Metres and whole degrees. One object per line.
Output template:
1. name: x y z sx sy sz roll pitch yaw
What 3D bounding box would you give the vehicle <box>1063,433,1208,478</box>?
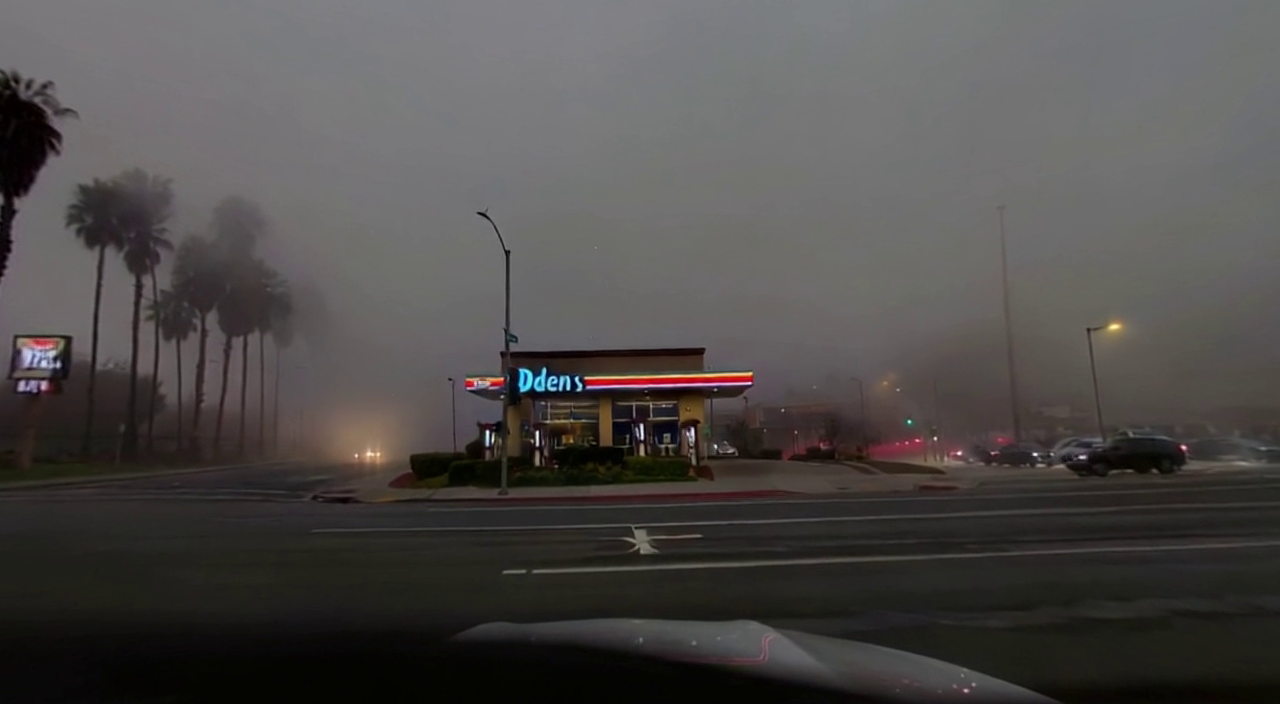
1. vehicle: 22.350 4.646 28.620 4.880 1.754 2.202 0 -5 -6

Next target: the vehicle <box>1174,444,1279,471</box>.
1. vehicle: 34.300 6.119 36.921 1.805 1.466 4.641 1 -9 -6
